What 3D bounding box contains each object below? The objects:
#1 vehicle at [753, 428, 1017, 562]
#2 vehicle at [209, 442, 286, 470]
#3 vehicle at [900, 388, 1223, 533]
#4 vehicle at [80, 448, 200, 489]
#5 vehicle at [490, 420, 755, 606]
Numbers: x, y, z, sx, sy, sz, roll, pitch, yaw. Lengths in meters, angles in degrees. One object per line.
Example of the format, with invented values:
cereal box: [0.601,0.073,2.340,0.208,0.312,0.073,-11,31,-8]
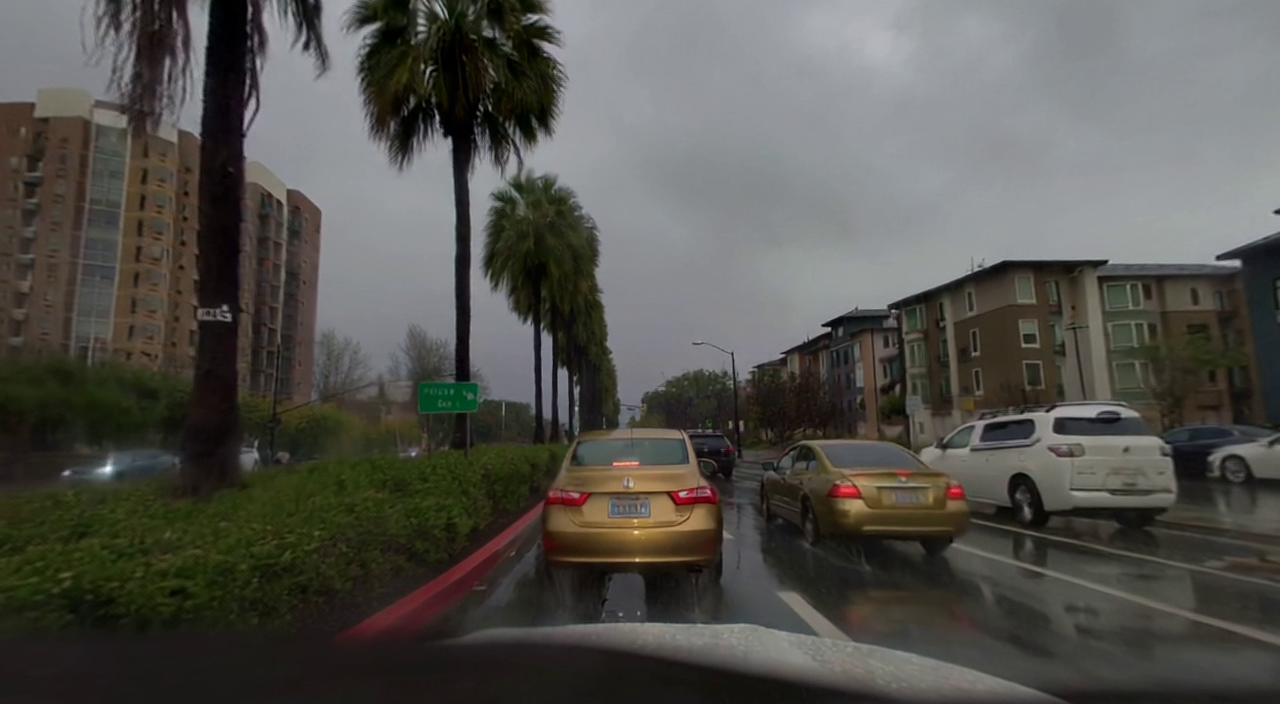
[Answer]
vehicle: [3.104,1.906,9.224,1.925,1.451,4.436,0,-8,-2]
vehicle: [-28.299,7.479,45.810,2.115,1.884,5.481,0,-8,-1]
vehicle: [7.208,1.968,11.920,2.254,2.072,5.577,0,-8,1]
vehicle: [-20.404,4.748,26.014,1.764,1.510,3.827,0,-8,0]
vehicle: [-0.155,1.610,7.195,2.158,1.498,3.919,0,-8,0]
